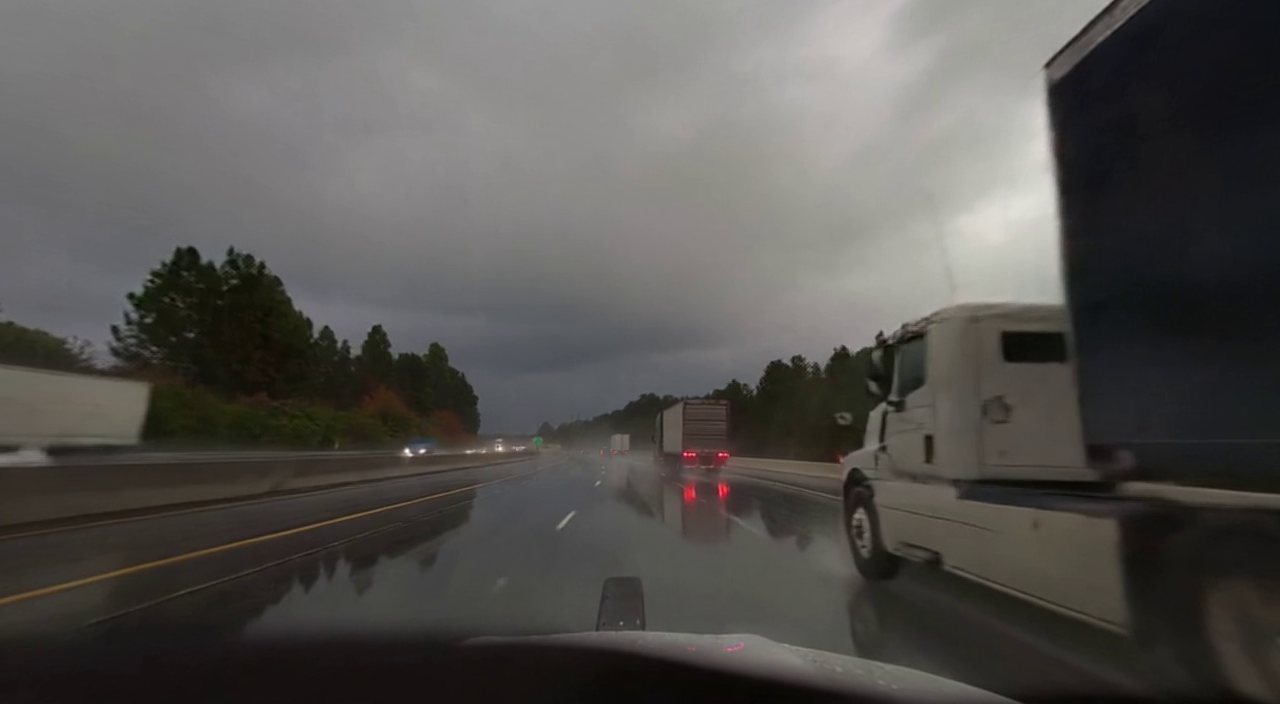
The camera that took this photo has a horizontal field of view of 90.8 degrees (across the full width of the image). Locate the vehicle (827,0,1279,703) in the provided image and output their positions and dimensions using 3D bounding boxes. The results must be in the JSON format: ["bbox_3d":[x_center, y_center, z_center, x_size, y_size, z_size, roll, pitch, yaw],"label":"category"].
[{"bbox_3d":[4.220,-0.115,3.262,2.989,3.997,11.037,0,-9,0],"label":"vehicle"}]

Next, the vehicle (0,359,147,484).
[{"bbox_3d":[-21.878,2.058,19.130,2.891,3.939,13.982,0,-9,-1],"label":"vehicle"}]

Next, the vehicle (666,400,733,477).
[{"bbox_3d":[3.325,5.244,37.857,2.826,4.035,8.369,0,-9,-3],"label":"vehicle"}]
